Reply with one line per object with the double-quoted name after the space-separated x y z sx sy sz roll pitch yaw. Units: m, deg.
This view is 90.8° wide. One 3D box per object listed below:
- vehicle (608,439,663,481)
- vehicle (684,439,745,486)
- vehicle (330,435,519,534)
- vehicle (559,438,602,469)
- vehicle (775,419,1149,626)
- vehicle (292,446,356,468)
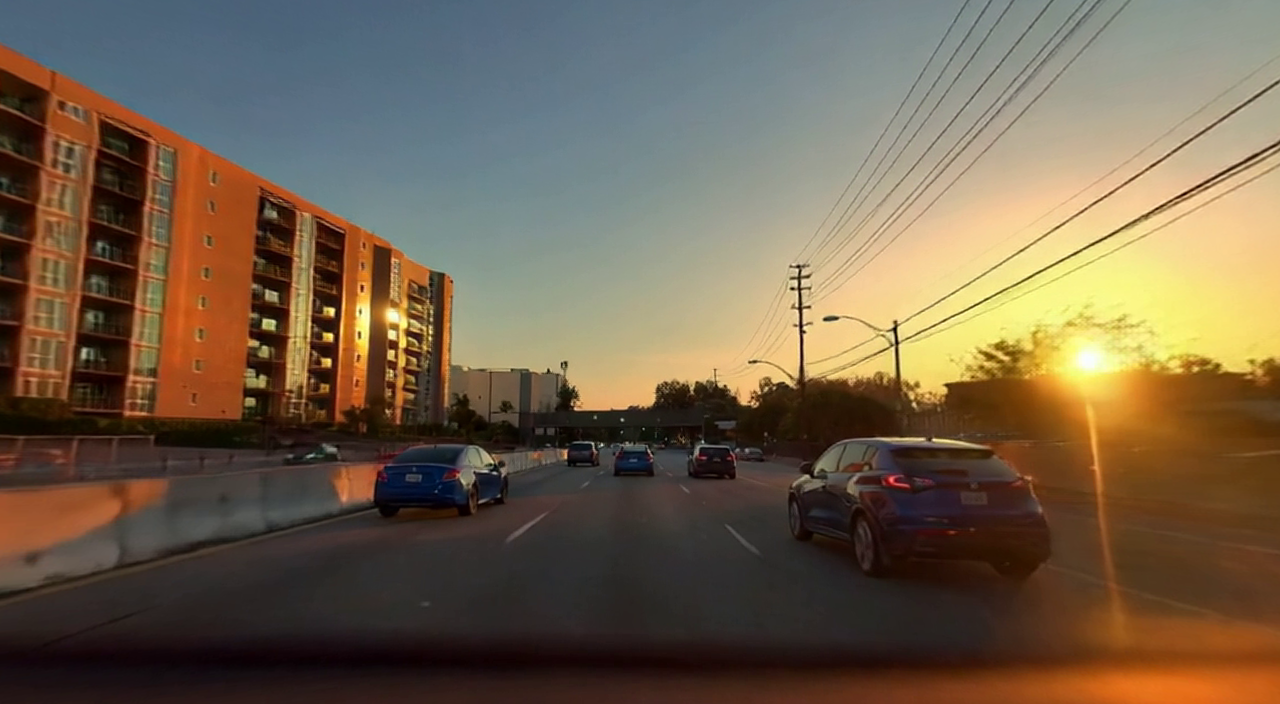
-0.189 4.824 28.546 2.291 1.714 4.217 0 -8 0 "vehicle"
3.088 4.664 27.024 2.029 1.797 4.218 0 -8 -1 "vehicle"
-3.644 2.303 11.620 1.968 1.473 4.209 0 -8 0 "vehicle"
-3.629 6.282 39.321 2.190 1.832 4.417 0 -8 1 "vehicle"
2.959 1.635 7.020 1.975 1.598 4.025 0 -8 -1 "vehicle"
-22.020 7.325 44.238 2.053 1.472 4.526 0 -8 1 "vehicle"
